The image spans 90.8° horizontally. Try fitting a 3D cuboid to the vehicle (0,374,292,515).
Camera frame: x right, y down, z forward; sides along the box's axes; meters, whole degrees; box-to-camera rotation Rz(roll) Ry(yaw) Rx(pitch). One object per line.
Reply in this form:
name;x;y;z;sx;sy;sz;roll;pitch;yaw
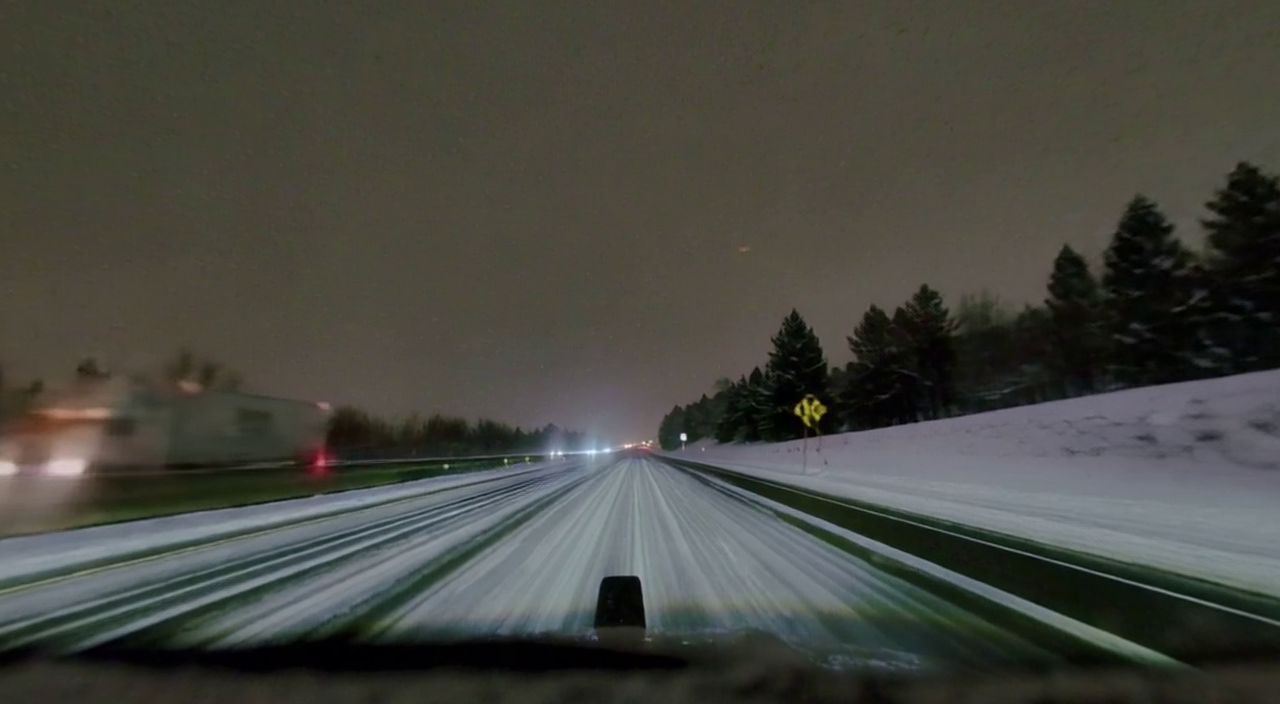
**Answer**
vehicle;-16.276;3.224;21.809;2.929;3.767;9.589;0;-9;0
